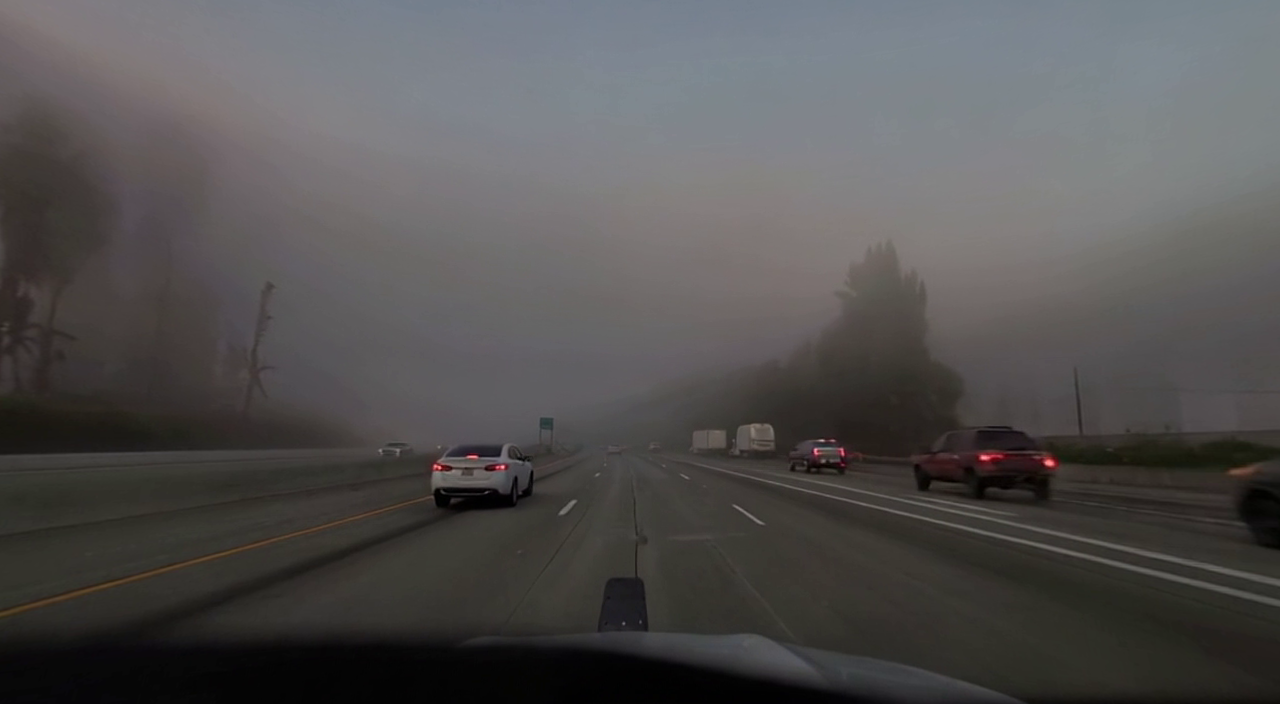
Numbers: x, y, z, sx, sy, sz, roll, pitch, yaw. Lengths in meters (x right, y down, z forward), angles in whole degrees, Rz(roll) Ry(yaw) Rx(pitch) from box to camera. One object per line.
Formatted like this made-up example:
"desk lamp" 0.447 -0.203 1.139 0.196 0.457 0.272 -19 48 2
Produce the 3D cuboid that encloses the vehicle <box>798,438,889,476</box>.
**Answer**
"vehicle" 8.731 4.558 27.616 2.052 1.468 5.333 0 -8 -2

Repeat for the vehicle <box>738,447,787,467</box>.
"vehicle" 7.963 6.864 41.512 1.994 1.237 4.603 0 -8 -4

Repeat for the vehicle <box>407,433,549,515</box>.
"vehicle" -3.405 2.646 14.182 2.109 1.536 4.174 0 -8 0

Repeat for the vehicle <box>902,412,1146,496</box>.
"vehicle" 8.734 2.408 15.227 2.345 1.637 5.558 0 -8 -1
